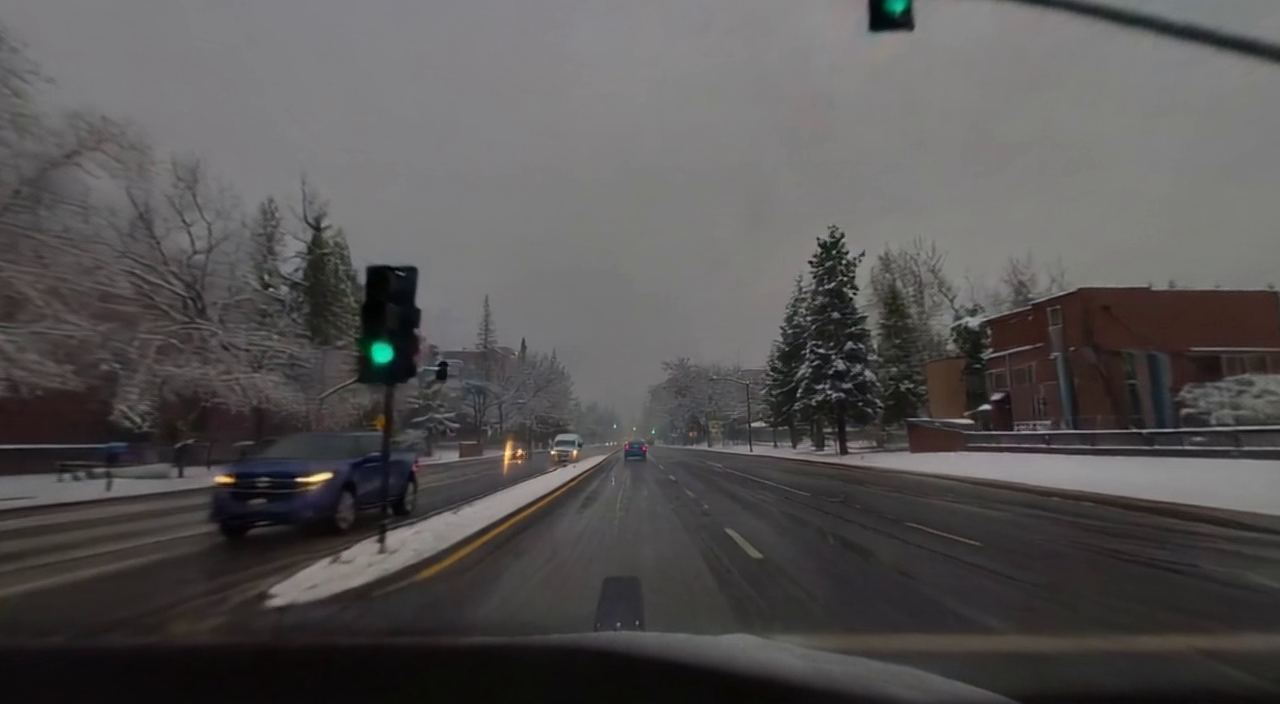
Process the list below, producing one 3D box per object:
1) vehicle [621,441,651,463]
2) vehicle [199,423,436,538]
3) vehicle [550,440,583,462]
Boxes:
[{"bbox_3d":[-0.309,7.131,44.847,2.064,1.477,3.968,0,-9,-1],"label":"vehicle"},{"bbox_3d":[-5.323,2.159,11.185,2.016,1.631,4.148,0,-9,-1],"label":"vehicle"},{"bbox_3d":[-5.495,7.493,47.601,1.939,1.608,3.924,0,-9,1],"label":"vehicle"}]
